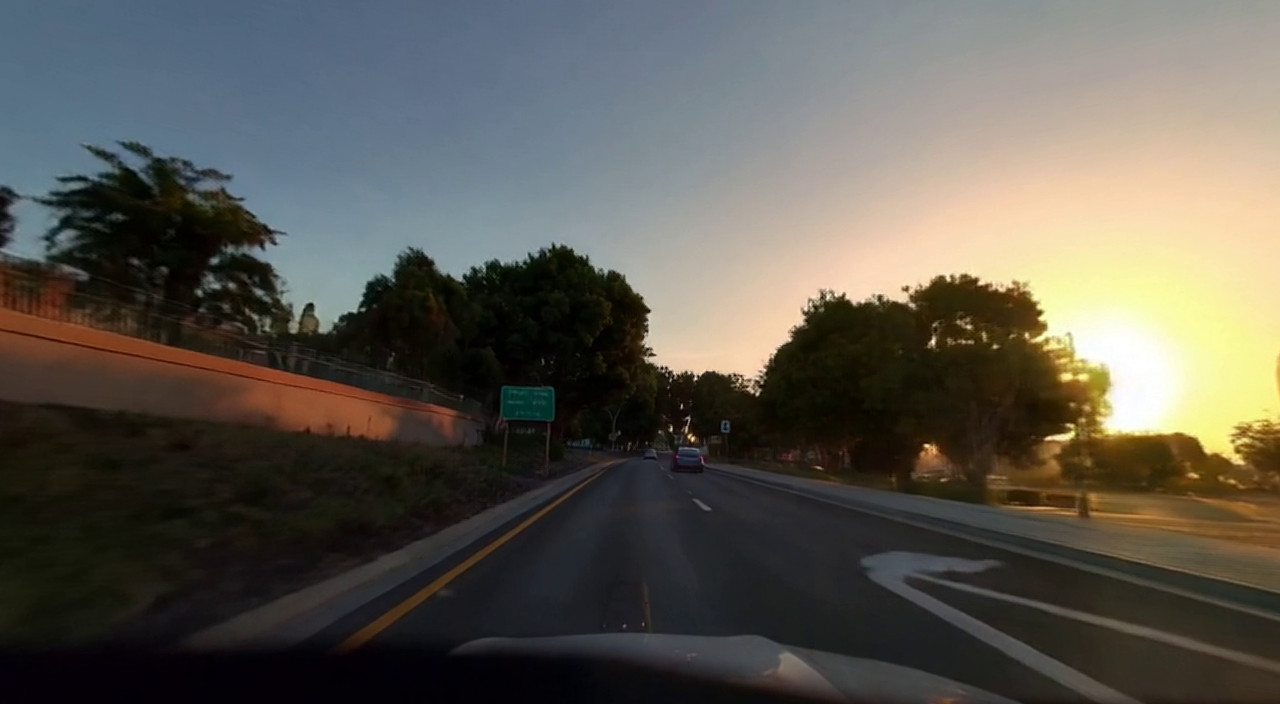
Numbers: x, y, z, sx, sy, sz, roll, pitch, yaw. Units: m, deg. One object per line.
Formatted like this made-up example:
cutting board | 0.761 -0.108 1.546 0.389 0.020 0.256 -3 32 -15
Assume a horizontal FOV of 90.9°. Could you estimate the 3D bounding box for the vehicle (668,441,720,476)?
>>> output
vehicle | 2.382 4.818 28.800 1.956 1.473 4.640 0 -8 0
